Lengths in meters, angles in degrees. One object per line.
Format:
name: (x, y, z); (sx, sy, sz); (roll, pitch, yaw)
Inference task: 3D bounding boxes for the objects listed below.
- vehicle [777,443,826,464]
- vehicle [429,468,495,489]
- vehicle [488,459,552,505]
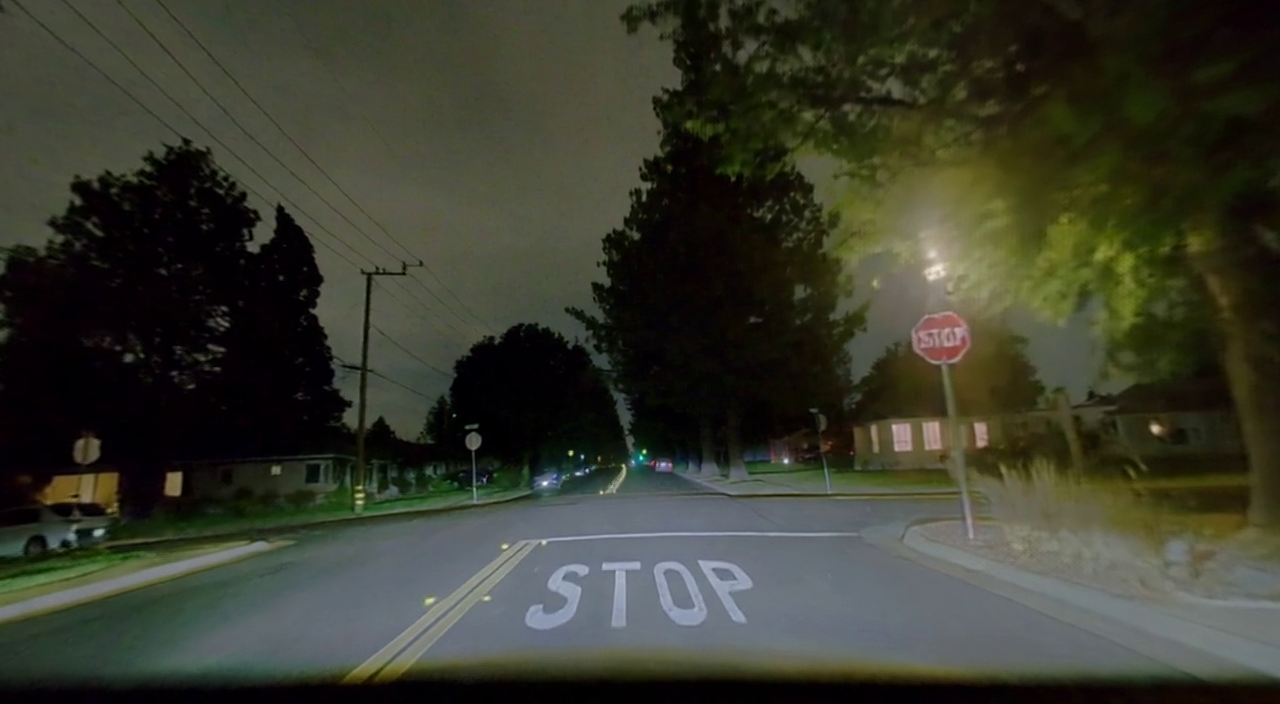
vehicle: (12.501, 7.850, 48.906); (3.563, 1.551, 1.916); (-2, -8, 13)
vehicle: (-13.996, 9.964, 49.714); (4.601, 1.486, 1.876); (-3, -9, 14)
vehicle: (-6.081, 6.613, 32.485); (2.149, 1.823, 4.613); (-6, -9, 1)
